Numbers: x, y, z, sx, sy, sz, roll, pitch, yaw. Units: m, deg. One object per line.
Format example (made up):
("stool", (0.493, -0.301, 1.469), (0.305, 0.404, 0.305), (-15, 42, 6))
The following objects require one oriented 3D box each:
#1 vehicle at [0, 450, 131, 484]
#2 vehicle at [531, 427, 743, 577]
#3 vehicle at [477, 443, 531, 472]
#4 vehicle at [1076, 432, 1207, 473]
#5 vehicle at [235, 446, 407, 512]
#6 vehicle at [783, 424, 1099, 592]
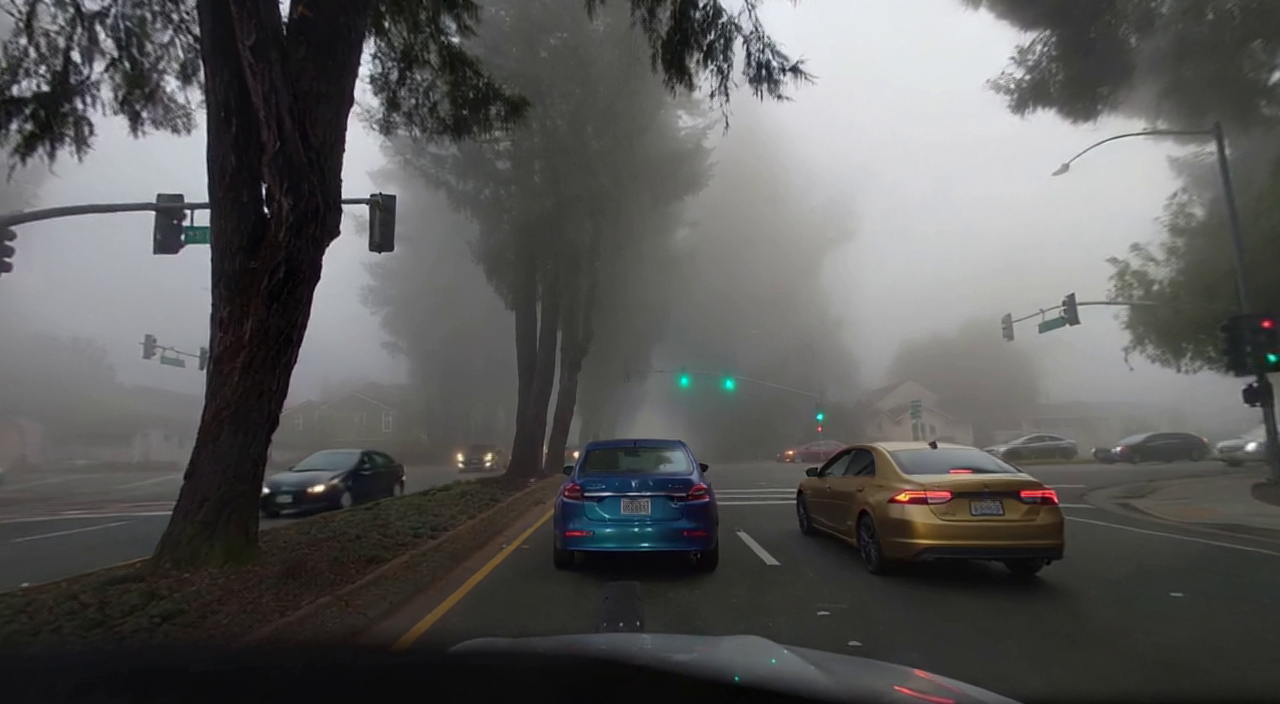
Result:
("vehicle", (-28.139, 5.608, 31.050), (4.538, 1.591, 1.949), (0, -8, 1))
("vehicle", (-0.056, 1.798, 8.390), (2.103, 1.478, 4.073), (0, -8, -1))
("vehicle", (-7.552, 5.896, 35.572), (2.003, 1.480, 4.633), (0, -8, 0))
("vehicle", (23.989, 4.792, 30.330), (4.520, 1.762, 2.005), (-2, -8, -1))
("vehicle", (-7.585, 3.025, 15.580), (2.040, 1.374, 4.150), (0, -8, 0))
("vehicle", (3.196, 1.724, 7.831), (1.913, 1.505, 4.097), (0, -8, 0))
